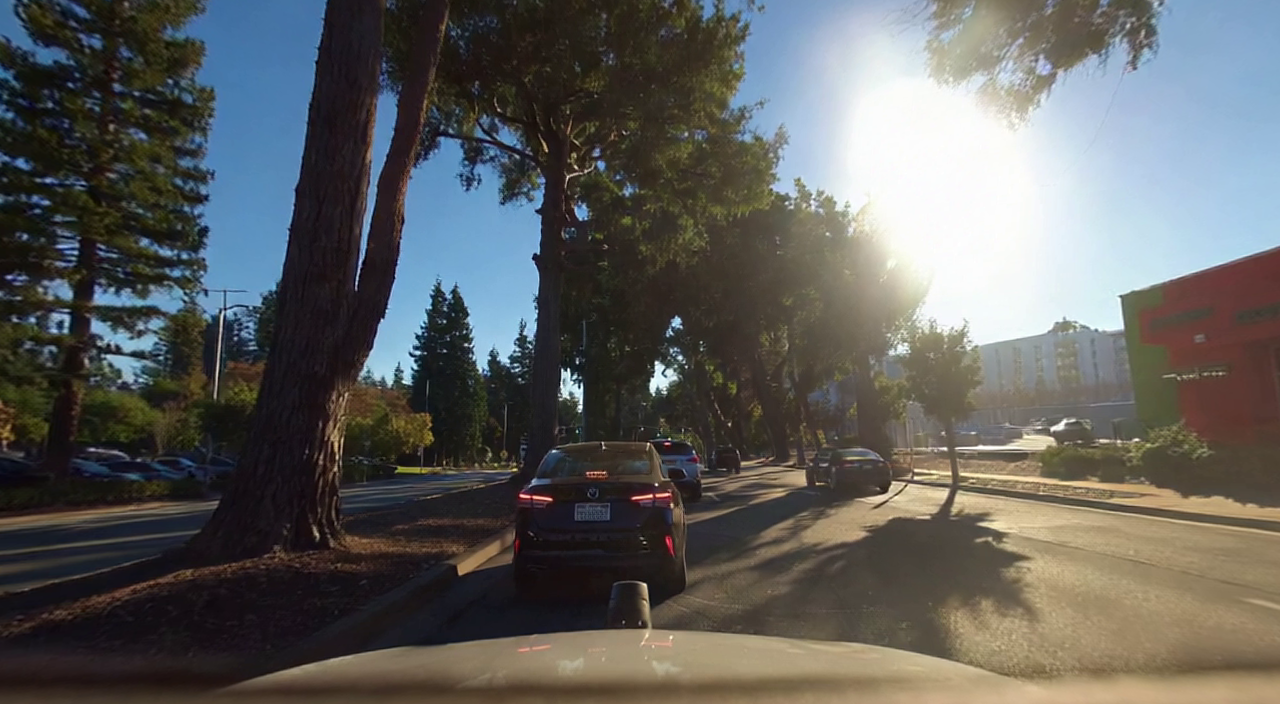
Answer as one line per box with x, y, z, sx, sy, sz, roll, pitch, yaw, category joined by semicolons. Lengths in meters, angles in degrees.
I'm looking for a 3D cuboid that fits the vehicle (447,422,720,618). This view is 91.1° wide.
-0.444;1.607;6.941;2.111;1.506;4.018;0;-9;0;vehicle

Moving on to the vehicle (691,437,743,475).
4.200;5.774;34.970;2.260;1.928;5.218;0;-9;0;vehicle

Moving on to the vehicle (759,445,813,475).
7.952;5.899;34.509;1.887;1.516;4.419;0;-9;0;vehicle

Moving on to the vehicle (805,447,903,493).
7.021;3.894;21.060;1.909;1.380;3.905;0;-9;0;vehicle
